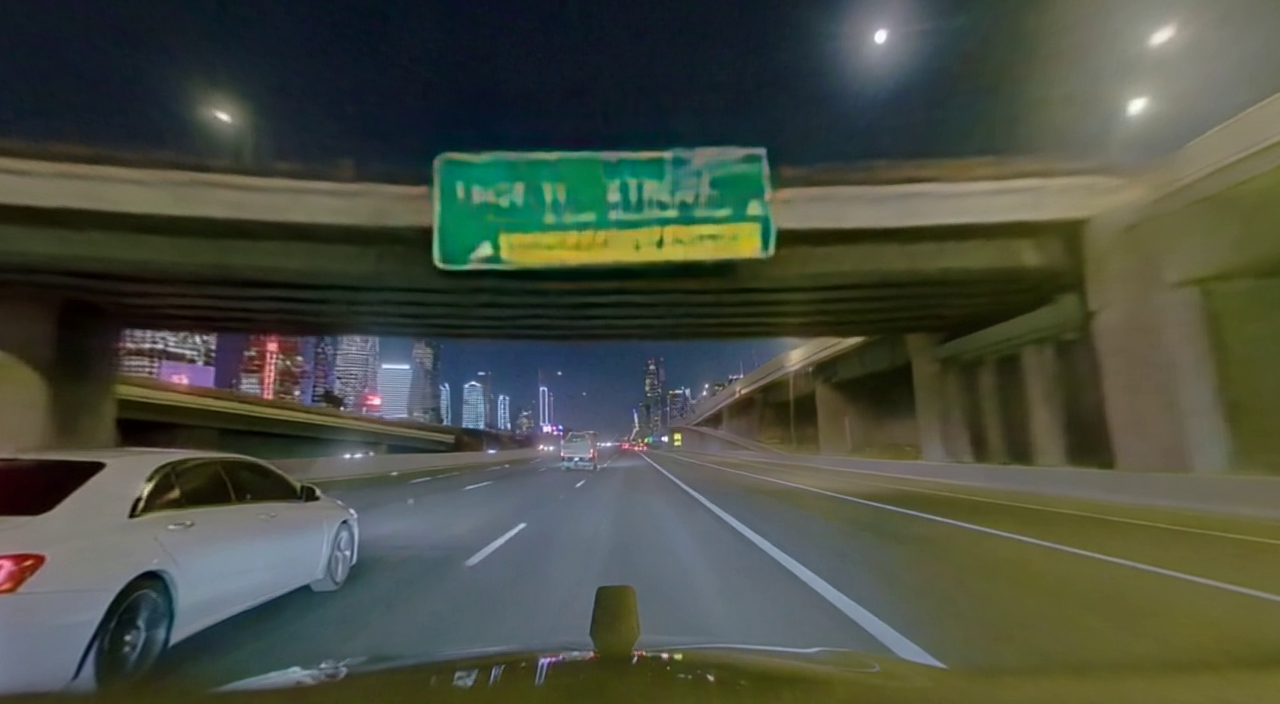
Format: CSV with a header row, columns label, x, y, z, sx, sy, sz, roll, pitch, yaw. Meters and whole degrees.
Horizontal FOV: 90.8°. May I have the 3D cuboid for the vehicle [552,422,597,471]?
label,x,y,z,sx,sy,sz,roll,pitch,yaw
vehicle,-4.250,6.317,42.196,2.364,2.953,6.732,0,-9,-1

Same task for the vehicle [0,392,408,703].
label,x,y,z,sx,sy,sz,roll,pitch,yaw
vehicle,-3.589,1.268,4.669,2.025,1.556,4.594,0,-9,0
